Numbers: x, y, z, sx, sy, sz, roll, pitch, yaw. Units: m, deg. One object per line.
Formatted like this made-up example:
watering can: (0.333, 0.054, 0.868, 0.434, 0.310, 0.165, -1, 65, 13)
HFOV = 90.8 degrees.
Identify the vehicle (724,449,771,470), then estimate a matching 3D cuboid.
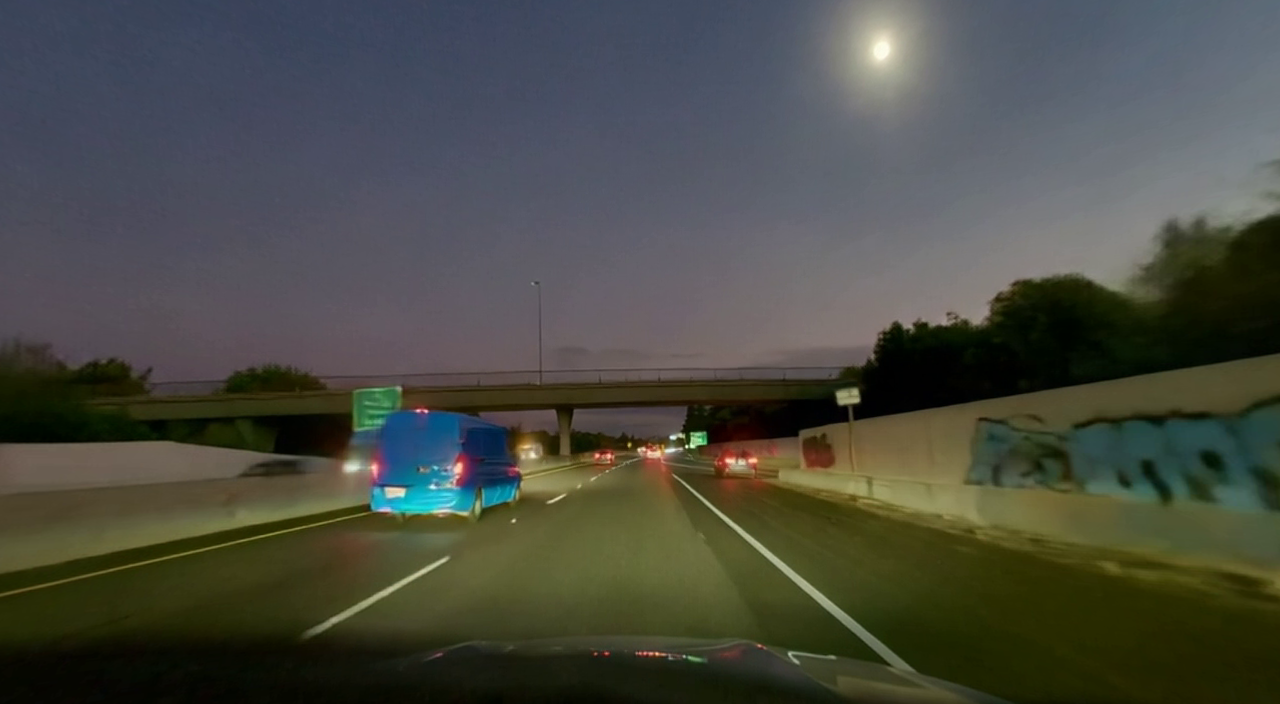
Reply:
vehicle: (8.056, 8.068, 47.526, 1.972, 1.492, 4.623, 1, -9, -11)

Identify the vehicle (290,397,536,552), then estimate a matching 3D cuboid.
vehicle: (-3.425, 1.996, 10.940, 2.310, 2.030, 5.094, 0, -9, 1)

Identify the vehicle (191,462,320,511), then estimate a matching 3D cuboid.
vehicle: (-13.105, 4.579, 21.826, 1.895, 1.421, 3.964, 0, -9, 1)
